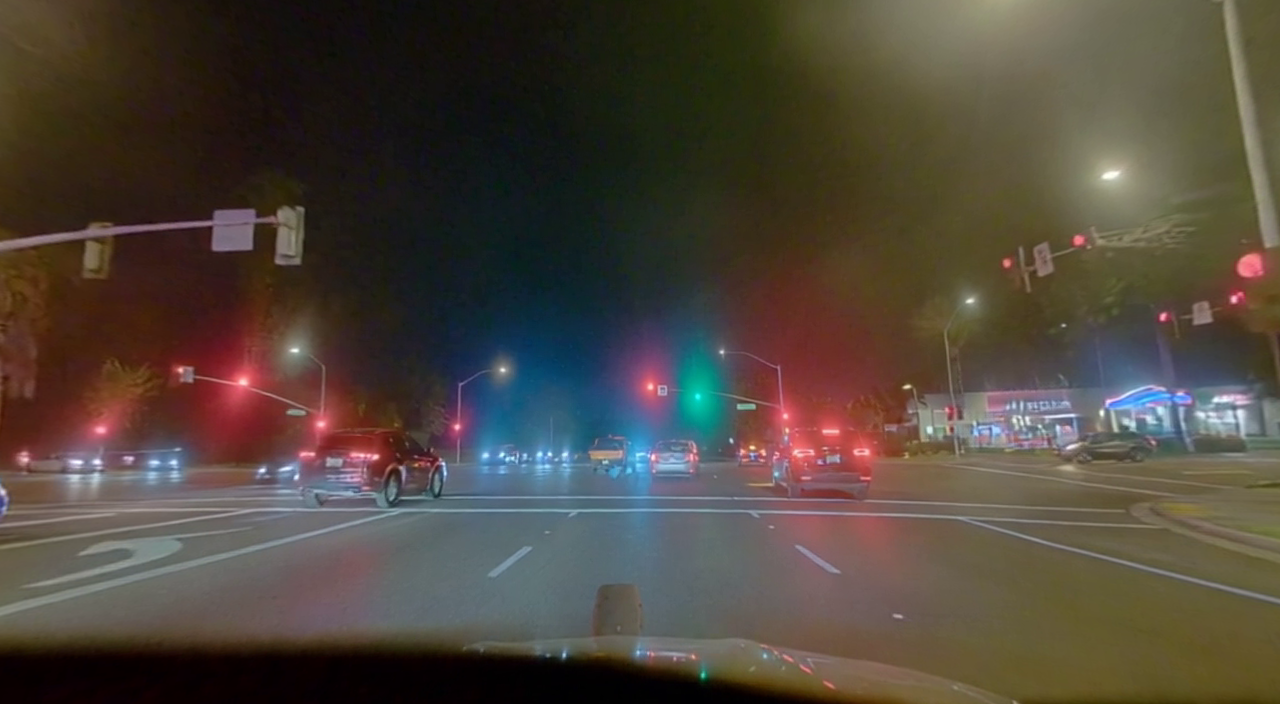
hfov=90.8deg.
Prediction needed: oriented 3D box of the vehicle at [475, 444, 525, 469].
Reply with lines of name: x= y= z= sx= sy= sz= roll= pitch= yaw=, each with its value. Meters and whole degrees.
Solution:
vehicle: x=-9.852 y=7.278 z=44.193 sx=2.041 sy=1.660 sz=4.371 roll=5 pitch=-10 yaw=-31

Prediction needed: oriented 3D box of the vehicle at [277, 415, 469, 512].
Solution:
vehicle: x=-5.883 y=2.529 z=14.746 sx=2.127 sy=1.888 sz=4.637 roll=-1 pitch=-8 yaw=5

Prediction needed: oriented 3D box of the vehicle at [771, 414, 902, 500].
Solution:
vehicle: x=5.029 y=2.790 z=17.108 sx=2.267 sy=1.931 sz=5.145 roll=-1 pitch=-8 yaw=5

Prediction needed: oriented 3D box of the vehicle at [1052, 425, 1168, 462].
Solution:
vehicle: x=25.729 y=5.053 z=34.753 sx=4.557 sy=1.848 sz=2.008 roll=-2 pitch=-9 yaw=8

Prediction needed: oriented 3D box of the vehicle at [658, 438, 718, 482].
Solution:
vehicle: x=1.868 y=4.034 z=23.917 sx=2.057 sy=1.492 sz=3.825 roll=-1 pitch=-8 yaw=6

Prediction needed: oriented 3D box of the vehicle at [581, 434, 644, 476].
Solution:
vehicle: x=-1.146 y=4.670 z=28.796 sx=2.088 sy=1.746 sz=4.650 roll=-1 pitch=-8 yaw=8

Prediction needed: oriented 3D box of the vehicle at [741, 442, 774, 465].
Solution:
vehicle: x=8.414 y=7.259 z=45.411 sx=2.149 sy=1.532 sz=4.168 roll=-2 pitch=-8 yaw=8

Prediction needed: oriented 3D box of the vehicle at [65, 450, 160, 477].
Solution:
vehicle: x=-34.797 y=7.339 z=41.695 sx=4.942 sy=1.602 sz=2.111 roll=-2 pitch=-8 yaw=13
